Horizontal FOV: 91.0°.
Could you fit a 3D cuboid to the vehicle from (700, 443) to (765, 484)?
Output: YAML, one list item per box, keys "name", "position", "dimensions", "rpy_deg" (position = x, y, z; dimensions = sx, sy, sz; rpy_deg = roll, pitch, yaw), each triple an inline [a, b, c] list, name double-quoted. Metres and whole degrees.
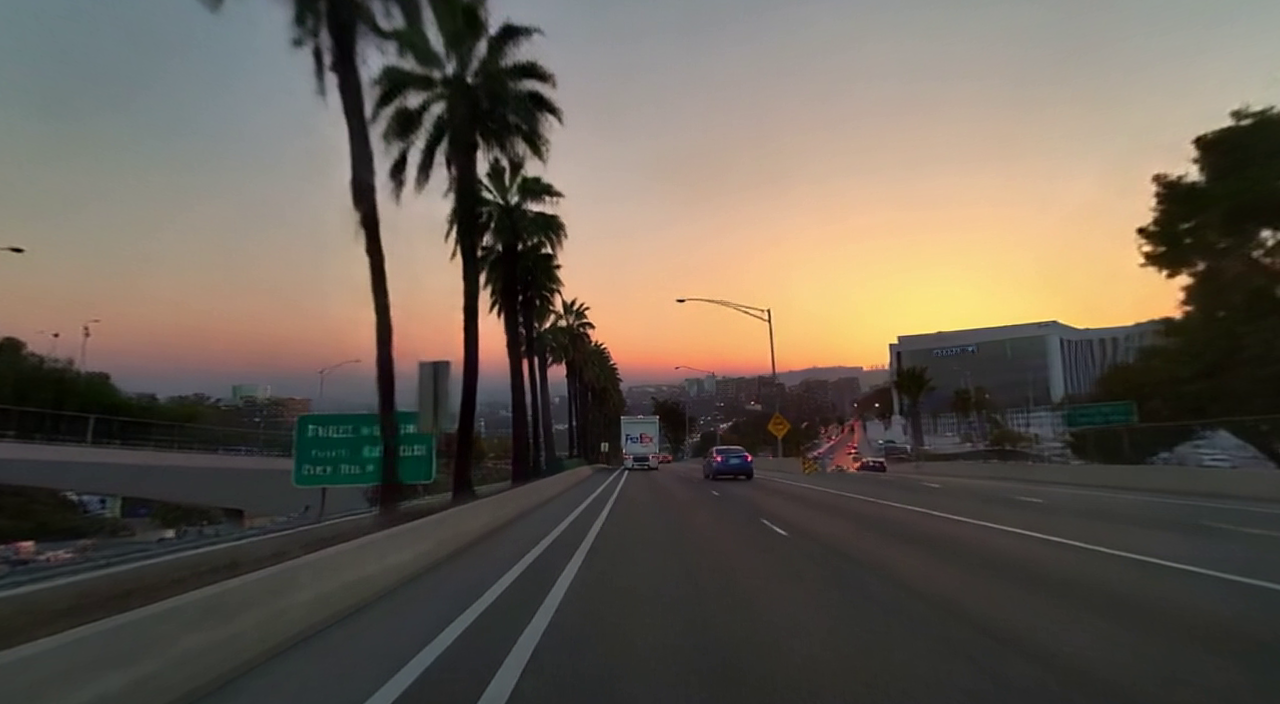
- name: "vehicle"
  position: [3.734, 4.587, 26.185]
  dimensions: [1.966, 1.558, 4.238]
  rpy_deg: [0, -9, -1]

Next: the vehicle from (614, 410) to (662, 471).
- name: "vehicle"
  position: [-0.231, 6.875, 48.531]
  dimensions: [3.243, 4.134, 11.656]
  rpy_deg: [0, -9, -1]
